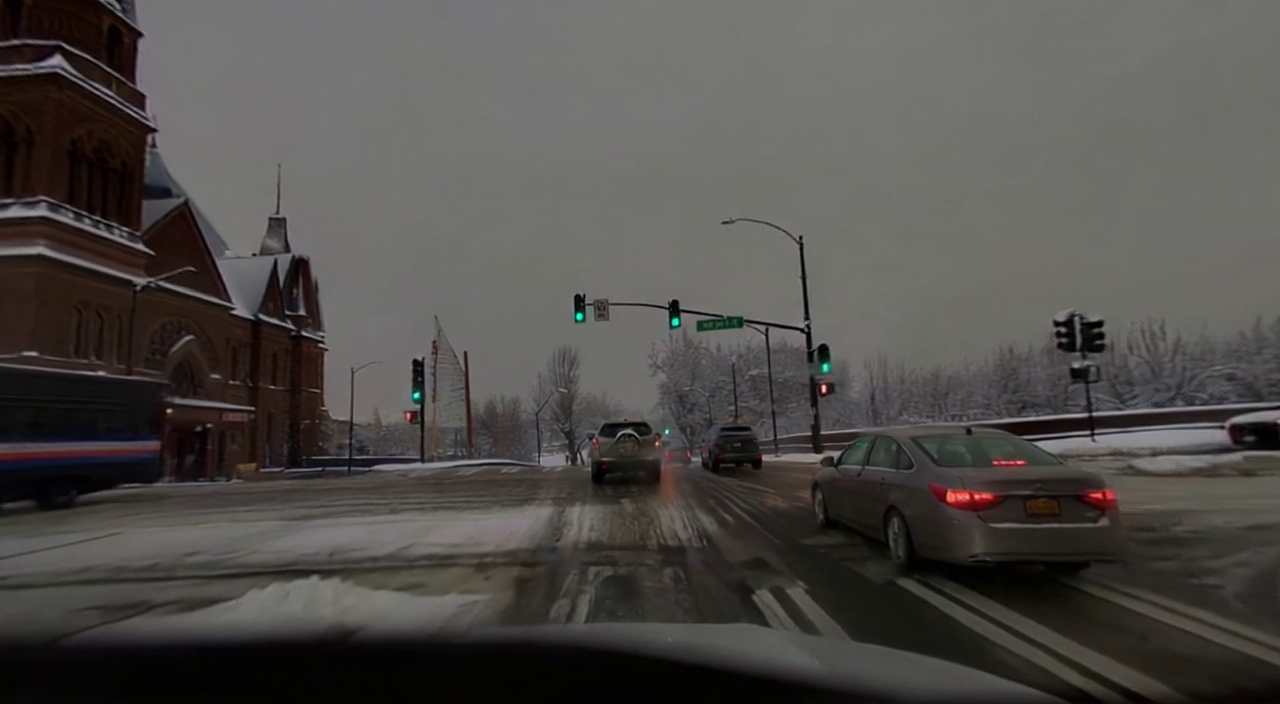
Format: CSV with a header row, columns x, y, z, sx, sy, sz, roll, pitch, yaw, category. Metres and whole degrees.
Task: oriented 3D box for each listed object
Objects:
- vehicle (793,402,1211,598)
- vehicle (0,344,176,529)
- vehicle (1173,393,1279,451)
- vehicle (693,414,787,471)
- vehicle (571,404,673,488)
x,y,z,sx,sy,sz,roll,pitch,yaw,category
3.322,1.451,7.099,1.883,1.472,4.471,0,-8,-3,vehicle
-14.756,1.786,13.389,3.126,3.773,8.662,0,-8,0,vehicle
17.429,1.929,17.103,4.391,1.484,1.763,0,-9,-2,vehicle
2.829,2.703,18.847,1.890,1.491,4.166,0,-8,-3,vehicle
-0.494,2.305,15.550,2.168,1.776,4.135,1,-8,-3,vehicle
